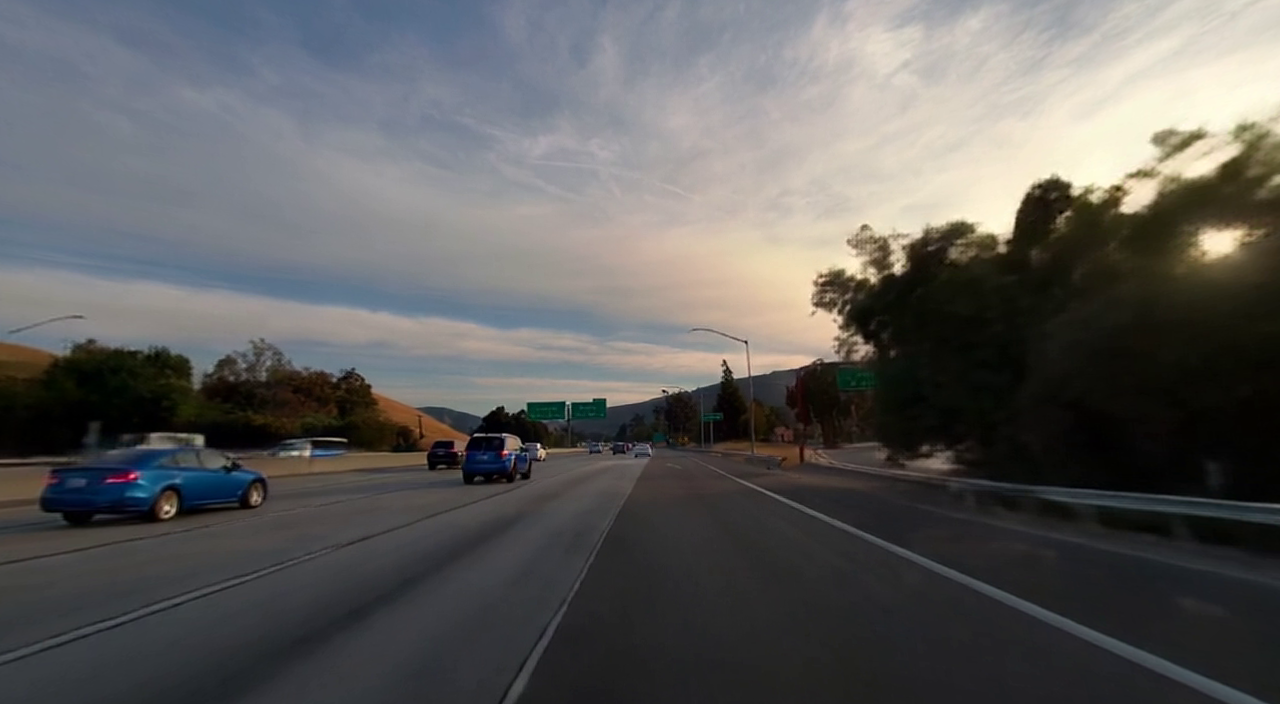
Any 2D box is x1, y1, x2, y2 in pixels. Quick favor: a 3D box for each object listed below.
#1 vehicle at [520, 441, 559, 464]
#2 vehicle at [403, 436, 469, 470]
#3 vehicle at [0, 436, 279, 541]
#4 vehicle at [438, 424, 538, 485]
[{"bbox_3d":[-7.578,7.593,47.688,2.069,1.636,4.483,0,-9,2],"label":"vehicle"},{"bbox_3d":[-11.794,5.878,36.775,2.079,1.822,4.893,0,-9,2],"label":"vehicle"},{"bbox_3d":[-9.232,2.371,11.707,1.984,1.508,4.935,0,-9,2],"label":"vehicle"},{"bbox_3d":[-5.364,3.704,22.990,2.219,1.947,4.924,0,-9,2],"label":"vehicle"}]
